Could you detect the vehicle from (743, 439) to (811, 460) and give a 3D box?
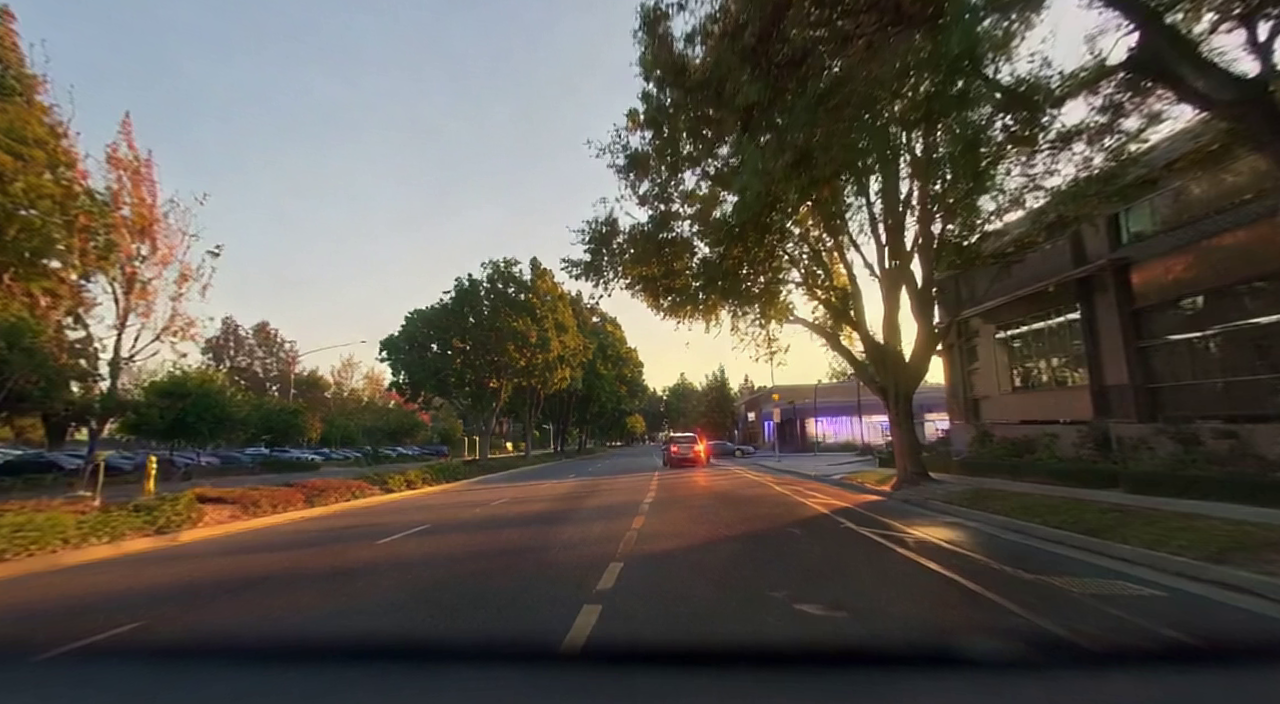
[{"bbox_3d":[9.971,7.192,46.444,4.733,1.499,2.000,-2,-8,9],"label":"vehicle"}]

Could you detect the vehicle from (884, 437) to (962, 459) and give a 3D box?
[{"bbox_3d":[20.209,6.883,45.255,4.698,1.465,1.914,-1,-8,5],"label":"vehicle"}]

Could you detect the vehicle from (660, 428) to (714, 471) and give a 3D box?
[{"bbox_3d":[2.497,4.980,32.307,2.477,1.991,5.157,-1,-8,6],"label":"vehicle"}]
